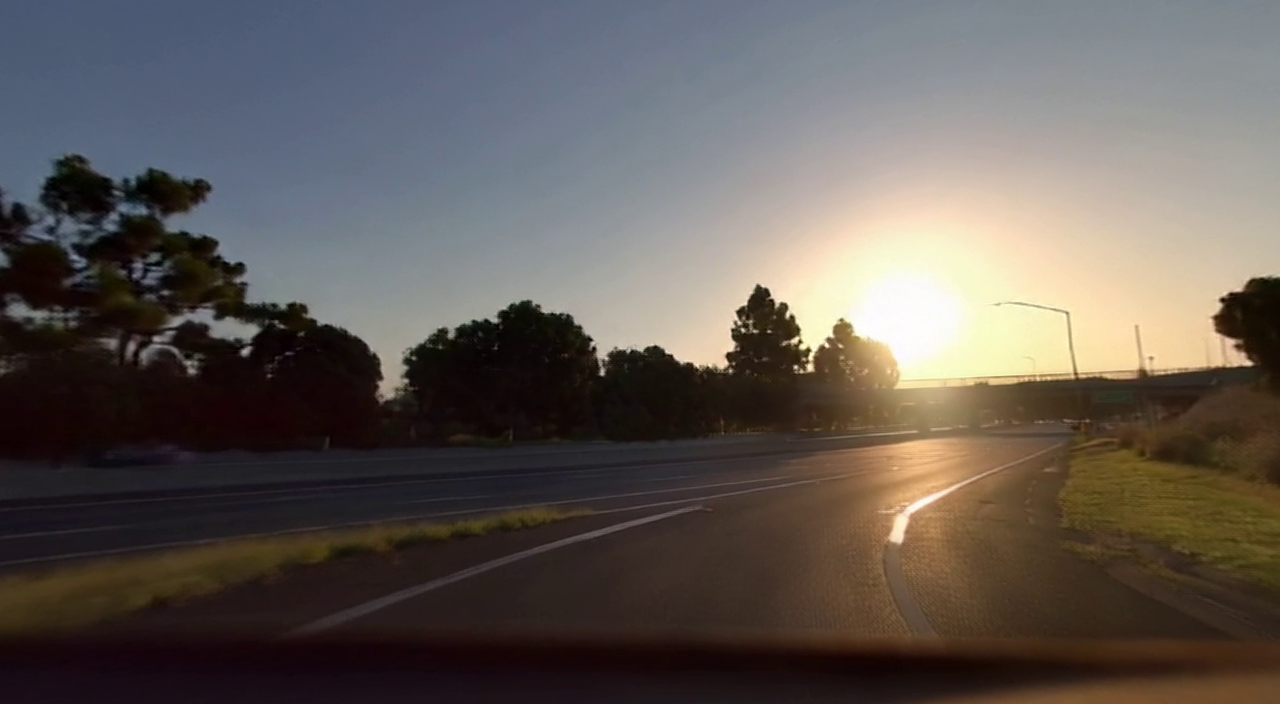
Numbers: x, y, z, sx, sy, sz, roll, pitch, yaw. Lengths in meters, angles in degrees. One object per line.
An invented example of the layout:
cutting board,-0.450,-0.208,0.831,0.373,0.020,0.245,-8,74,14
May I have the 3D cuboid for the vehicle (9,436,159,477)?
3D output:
vehicle,-23.565,4.417,26.871,1.922,1.597,4.433,-8,-11,40
